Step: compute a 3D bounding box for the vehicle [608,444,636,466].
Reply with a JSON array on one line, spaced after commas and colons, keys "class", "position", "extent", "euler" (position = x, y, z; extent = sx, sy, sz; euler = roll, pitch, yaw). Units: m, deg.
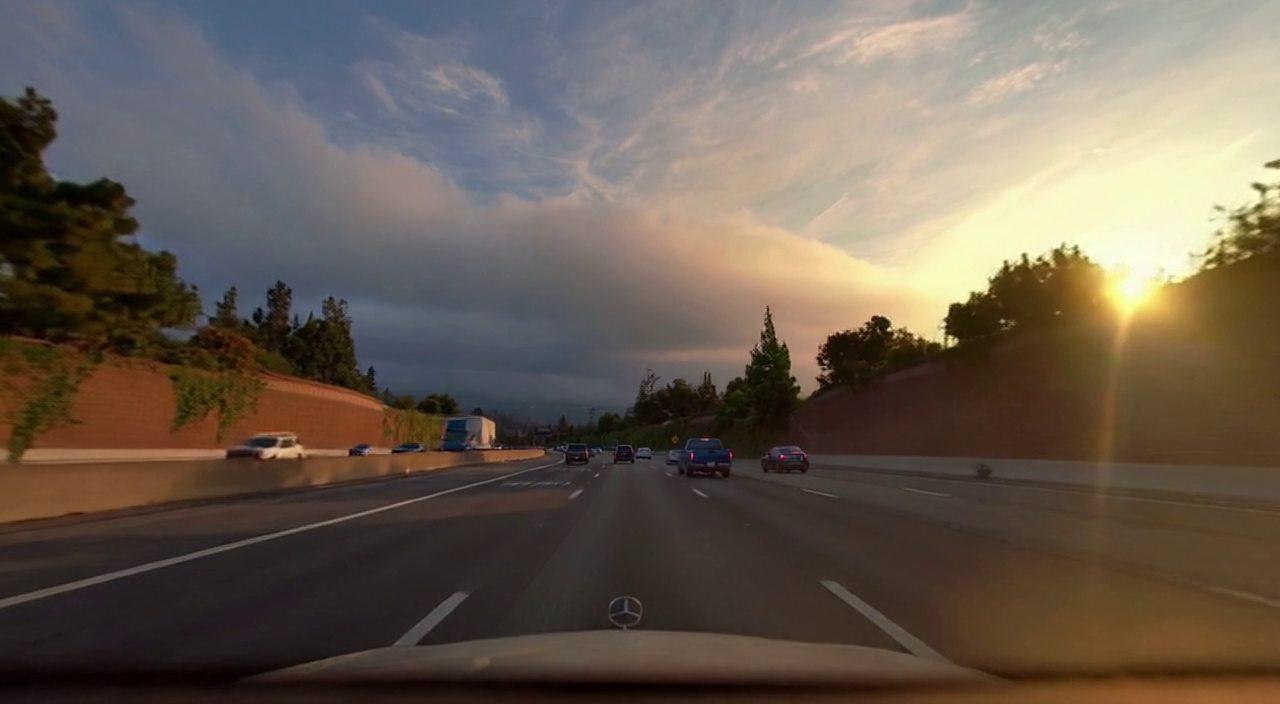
[{"class": "vehicle", "position": [-1.436, 7.886, 48.535], "extent": [2.050, 1.607, 3.821], "euler": [0, -8, -4]}]

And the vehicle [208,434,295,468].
[{"class": "vehicle", "position": [-22.150, 5.659, 36.238], "extent": [2.003, 1.805, 5.022], "euler": [0, -8, -2]}]

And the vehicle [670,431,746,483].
[{"class": "vehicle", "position": [2.733, 4.412, 26.910], "extent": [2.374, 1.952, 5.431], "euler": [0, -8, -3]}]

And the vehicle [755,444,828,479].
[{"class": "vehicle", "position": [7.049, 5.115, 29.872], "extent": [1.976, 1.485, 4.925], "euler": [0, -8, -4]}]
